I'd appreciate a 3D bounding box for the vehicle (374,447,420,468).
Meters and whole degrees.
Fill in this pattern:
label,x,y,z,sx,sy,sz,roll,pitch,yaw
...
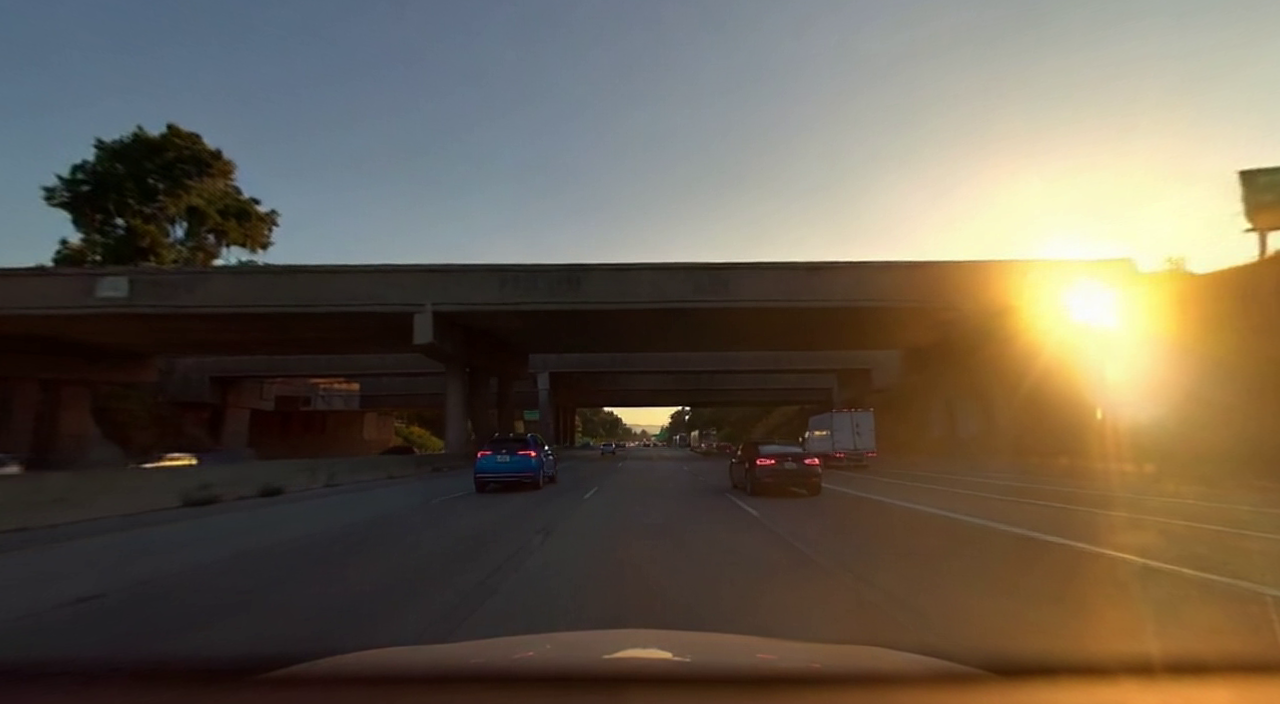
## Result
label,x,y,z,sx,sy,sz,roll,pitch,yaw
vehicle,-19.105,8.298,49.816,1.801,1.554,4.584,0,-9,0

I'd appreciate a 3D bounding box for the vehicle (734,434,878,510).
label,x,y,z,sx,sy,sz,roll,pitch,yaw
vehicle,3.635,2.737,14.862,2.080,1.493,4.674,0,-9,-1

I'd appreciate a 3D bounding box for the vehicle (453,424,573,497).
label,x,y,z,sx,sy,sz,roll,pitch,yaw
vehicle,-3.381,3.057,18.081,2.218,1.764,5.229,0,-9,2

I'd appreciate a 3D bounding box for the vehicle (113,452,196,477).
label,x,y,z,sx,sy,sz,roll,pitch,yaw
vehicle,-35.173,8.149,45.864,1.985,1.654,4.881,0,-9,3
